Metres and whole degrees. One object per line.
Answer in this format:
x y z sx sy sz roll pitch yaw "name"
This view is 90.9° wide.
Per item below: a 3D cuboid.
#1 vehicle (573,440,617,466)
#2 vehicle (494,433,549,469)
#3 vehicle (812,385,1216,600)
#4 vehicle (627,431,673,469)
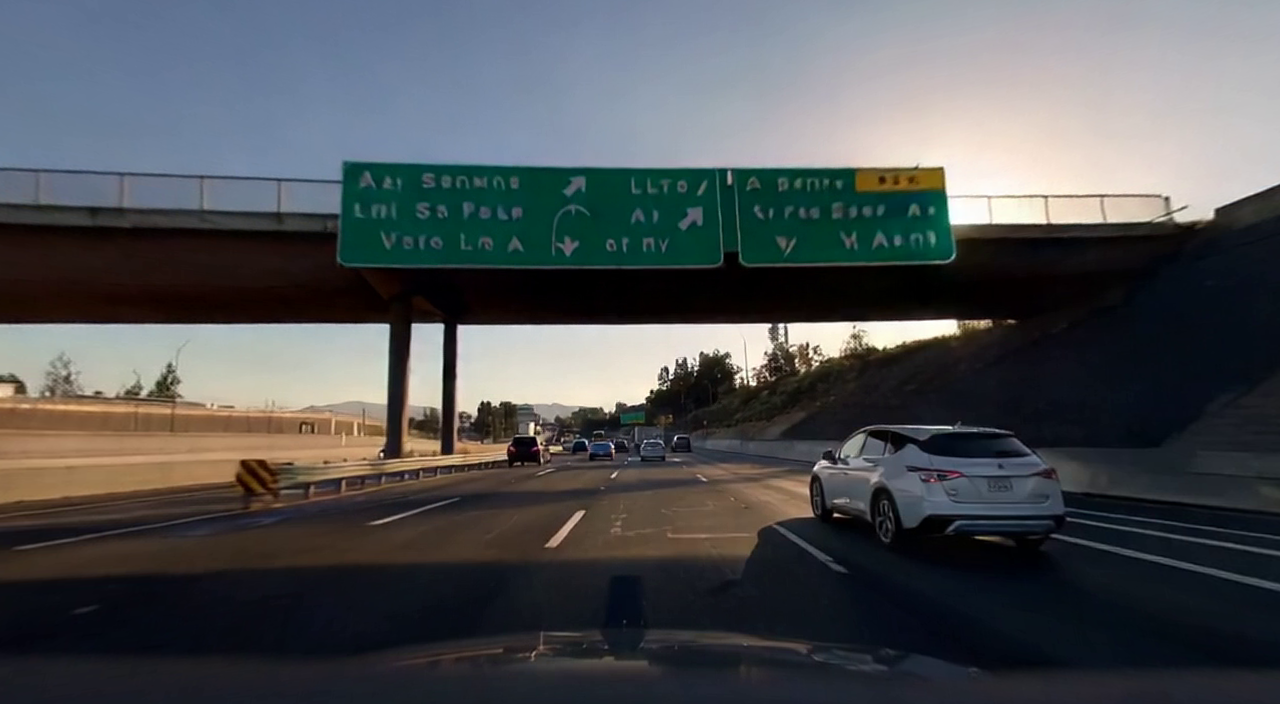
-2.518 5.789 36.284 2.205 1.406 4.286 0 -8 0 "vehicle"
-5.931 4.987 31.969 1.946 1.688 4.019 0 -8 1 "vehicle"
3.844 1.539 7.779 2.083 1.823 4.627 0 -8 0 "vehicle"
0.537 4.871 31.332 2.133 1.739 3.925 0 -8 2 "vehicle"
